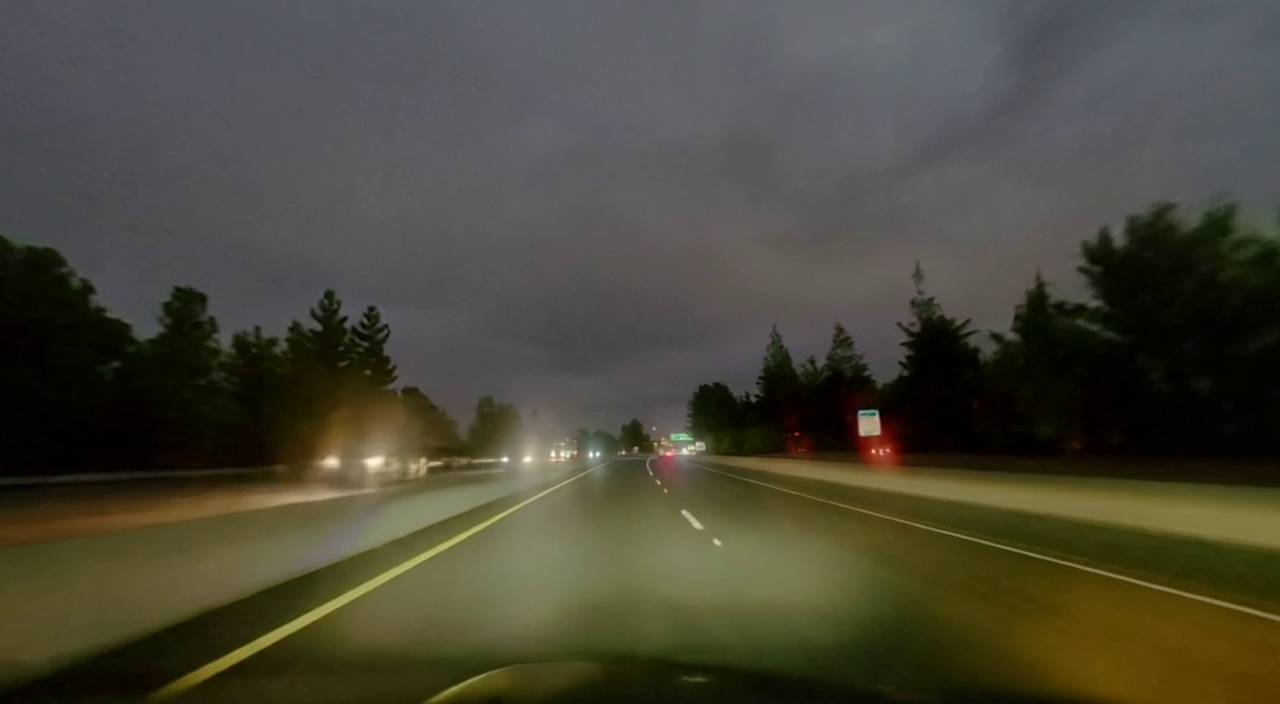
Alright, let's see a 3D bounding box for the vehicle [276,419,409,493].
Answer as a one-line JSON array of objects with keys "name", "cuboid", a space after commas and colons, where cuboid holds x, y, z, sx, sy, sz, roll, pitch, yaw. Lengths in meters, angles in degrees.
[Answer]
[{"name": "vehicle", "cuboid": [-10.090, 3.601, 21.862, 2.202, 2.240, 5.044, 0, -9, -1]}]
